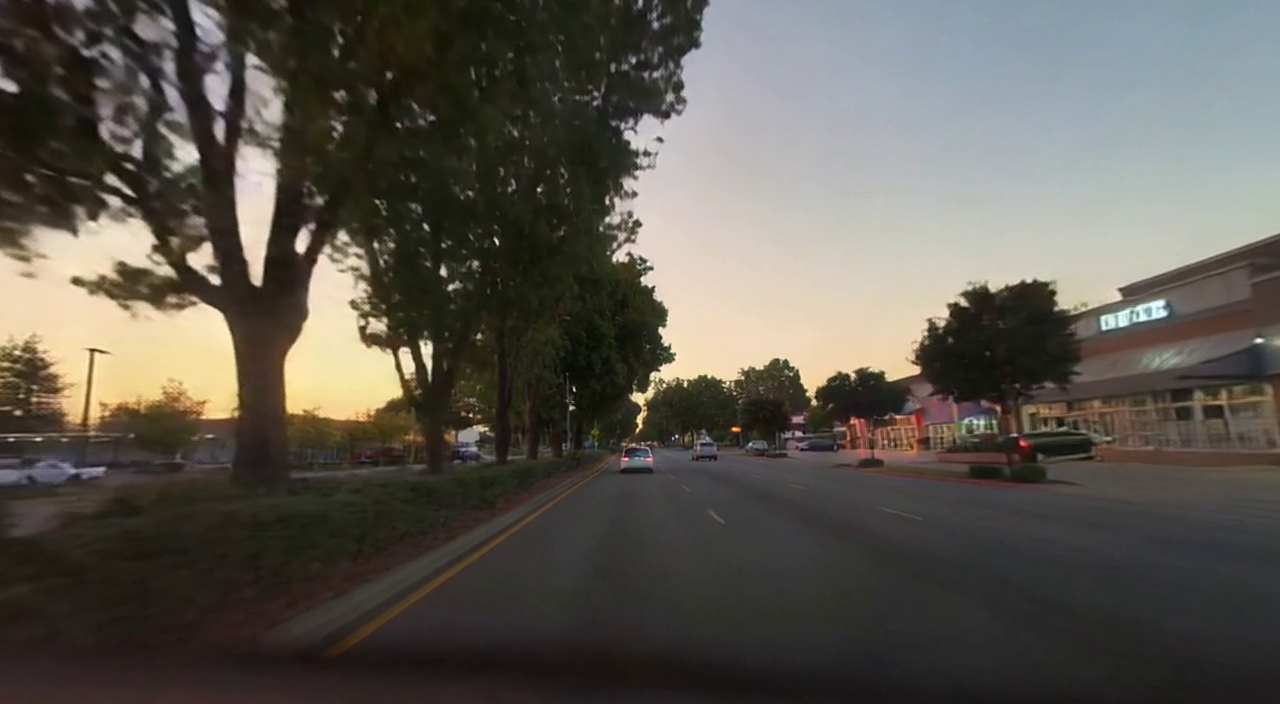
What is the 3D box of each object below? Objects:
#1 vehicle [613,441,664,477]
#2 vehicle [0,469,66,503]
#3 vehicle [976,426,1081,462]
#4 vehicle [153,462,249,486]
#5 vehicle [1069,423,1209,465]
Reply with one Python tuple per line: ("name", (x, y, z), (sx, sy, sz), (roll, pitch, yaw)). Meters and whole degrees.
("vehicle", (-0.089, 4.729, 28.157), (2.126, 1.475, 3.967), (0, -9, -1))
("vehicle", (-30.185, 6.323, 29.939), (4.125, 1.427, 2.000), (-1, -9, 5))
("vehicle", (21.498, 5.147, 35.195), (2.015, 1.821, 4.696), (2, -9, -17))
("vehicle", (-29.196, 8.126, 42.158), (4.702, 1.471, 2.215), (0, -9, -1))
("vehicle", (21.354, 3.987, 27.341), (2.136, 1.603, 4.534), (0, -9, -4))
